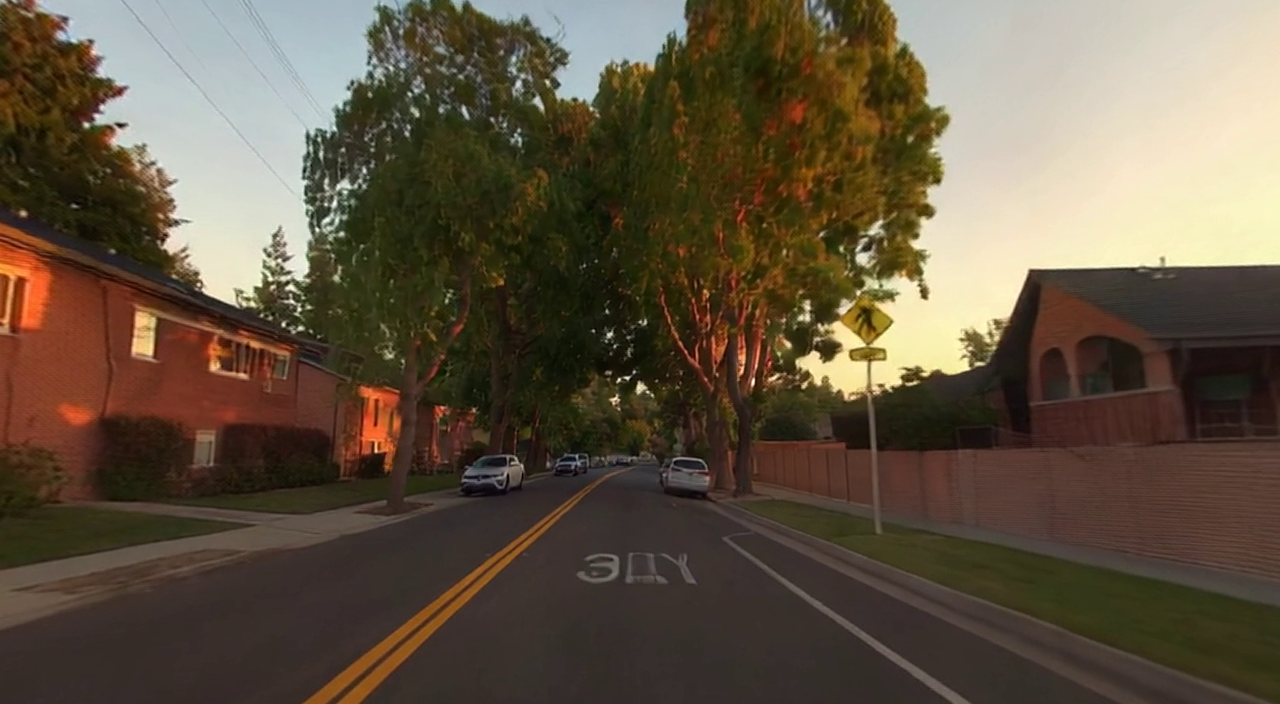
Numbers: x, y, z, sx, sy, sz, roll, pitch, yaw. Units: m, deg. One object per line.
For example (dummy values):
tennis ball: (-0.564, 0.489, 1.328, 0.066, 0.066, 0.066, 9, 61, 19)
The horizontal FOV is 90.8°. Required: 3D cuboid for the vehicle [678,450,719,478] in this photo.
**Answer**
vehicle: (3.911, 7.520, 42.816, 1.937, 1.752, 4.574, 1, -9, -5)
